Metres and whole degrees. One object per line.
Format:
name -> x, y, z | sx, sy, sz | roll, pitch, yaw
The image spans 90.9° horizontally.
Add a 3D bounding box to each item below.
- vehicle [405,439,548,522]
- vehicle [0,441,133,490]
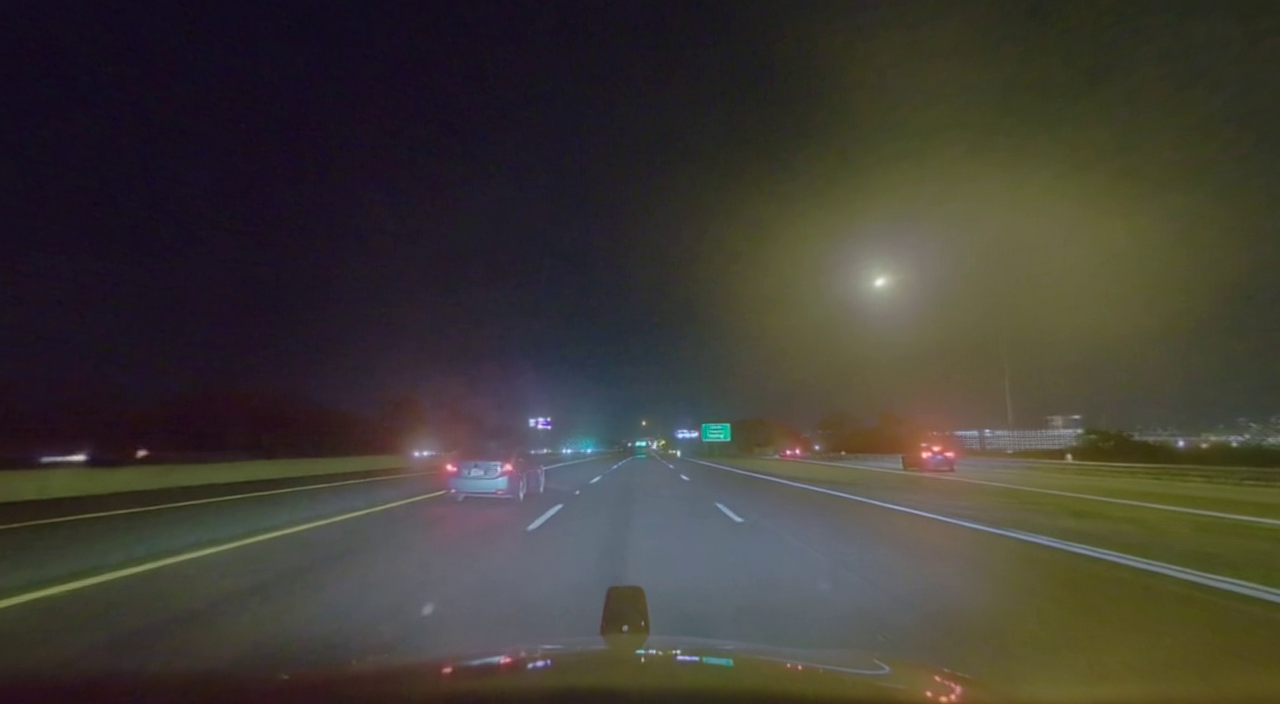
vehicle -> -3.302, 2.655, 13.608 | 1.968, 1.504, 3.892 | 0, -8, 1
vehicle -> -22.180, 4.195, 23.776 | 1.934, 1.602, 4.970 | 0, -8, 0
